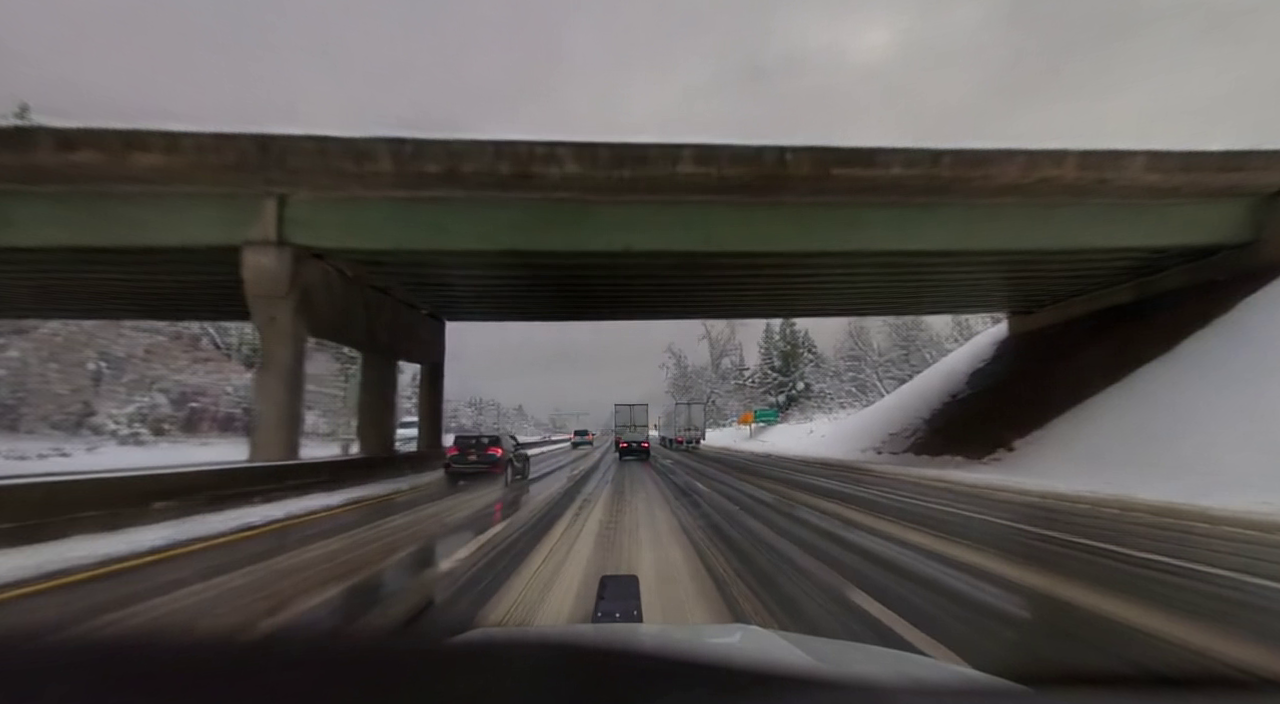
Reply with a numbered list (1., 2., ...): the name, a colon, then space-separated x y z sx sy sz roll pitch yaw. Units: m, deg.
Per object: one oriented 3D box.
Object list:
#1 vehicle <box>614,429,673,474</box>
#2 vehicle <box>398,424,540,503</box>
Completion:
1. vehicle: 0.071 3.711 23.710 2.059 1.522 3.693 0 -8 -2
2. vehicle: -3.715 2.500 14.700 1.979 1.527 4.754 0 -8 0
